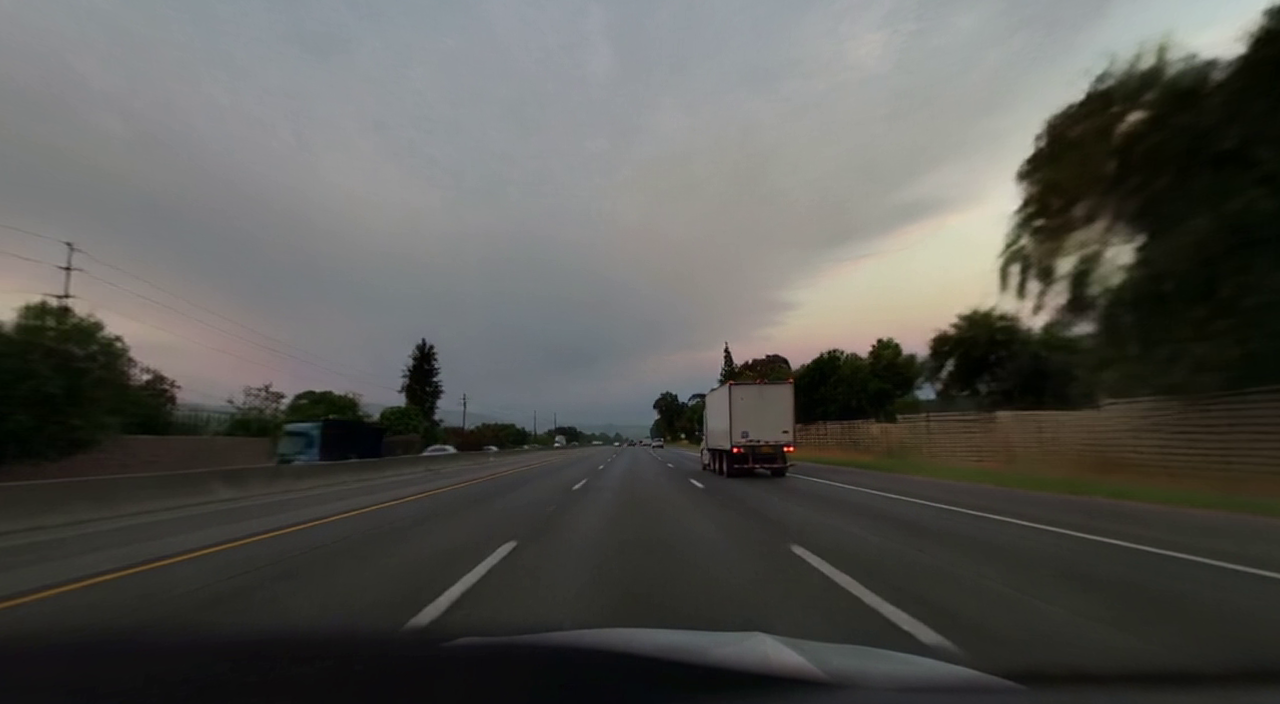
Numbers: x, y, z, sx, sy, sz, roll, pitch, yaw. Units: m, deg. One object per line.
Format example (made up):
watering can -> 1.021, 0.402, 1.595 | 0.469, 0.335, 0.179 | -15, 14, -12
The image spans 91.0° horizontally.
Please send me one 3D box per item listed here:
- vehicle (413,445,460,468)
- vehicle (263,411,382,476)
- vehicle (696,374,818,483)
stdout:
vehicle -> -13.643, 7.014, 42.469 | 1.780, 1.443, 4.176 | -1, -8, 0
vehicle -> -20.796, 6.087, 42.112 | 2.955, 3.760, 9.717 | -1, -8, -1
vehicle -> 3.972, 2.902, 23.427 | 2.766, 3.349, 7.796 | 0, -8, -2
